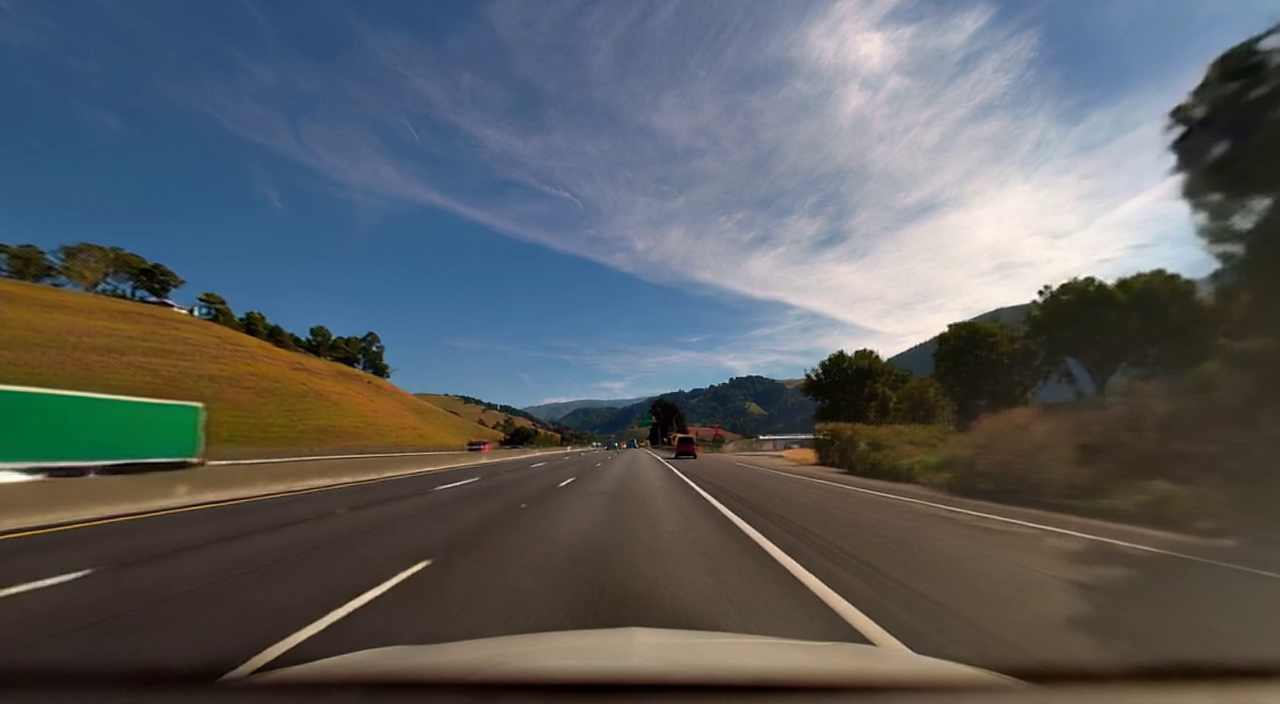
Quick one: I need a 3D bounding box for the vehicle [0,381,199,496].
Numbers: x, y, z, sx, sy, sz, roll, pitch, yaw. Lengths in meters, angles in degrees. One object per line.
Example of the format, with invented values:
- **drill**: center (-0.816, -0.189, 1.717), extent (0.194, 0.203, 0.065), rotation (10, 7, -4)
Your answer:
- **vehicle**: center (-24.265, 3.425, 24.787), extent (2.910, 4.051, 15.366), rotation (0, -8, -1)
